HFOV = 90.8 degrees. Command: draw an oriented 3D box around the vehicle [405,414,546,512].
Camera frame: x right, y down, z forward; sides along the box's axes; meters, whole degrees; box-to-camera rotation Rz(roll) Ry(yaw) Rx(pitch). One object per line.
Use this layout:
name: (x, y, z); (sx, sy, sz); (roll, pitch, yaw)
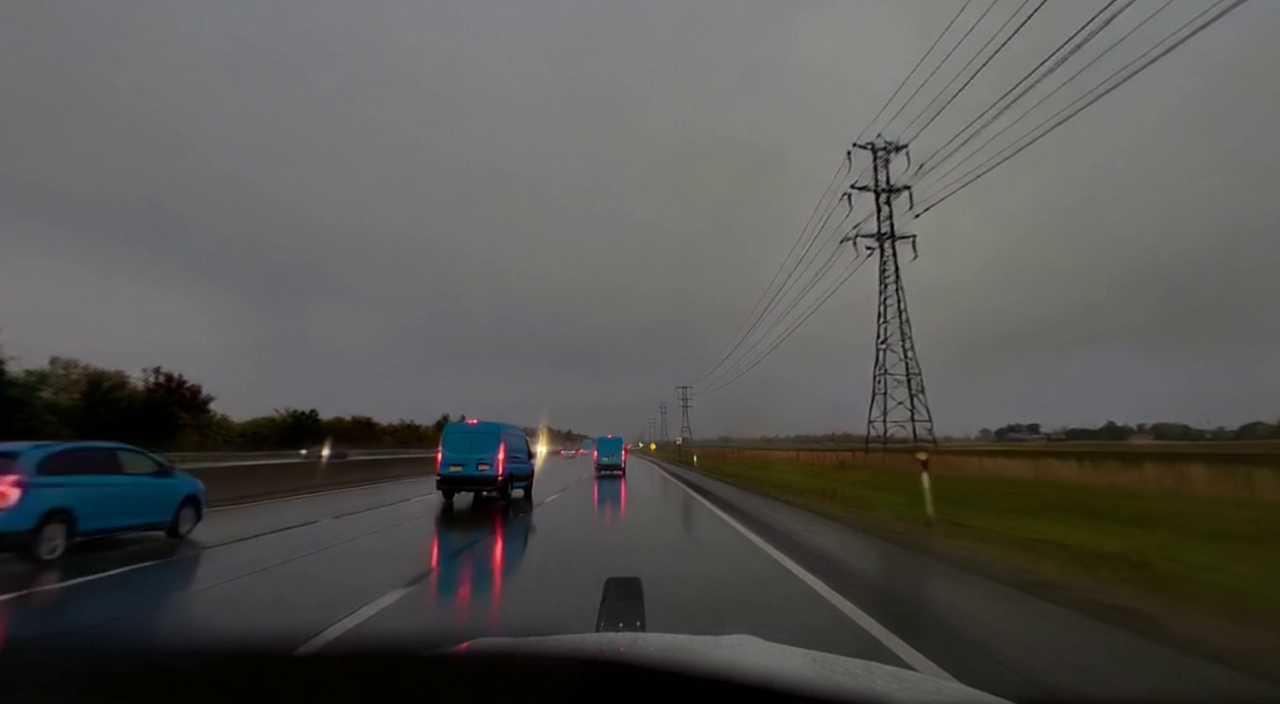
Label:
vehicle: (-3.778, 2.695, 15.622); (2.145, 2.010, 4.980); (0, -9, 0)

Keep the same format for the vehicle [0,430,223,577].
vehicle: (-7.769, 1.782, 7.777); (1.975, 1.540, 4.759); (0, -9, 0)

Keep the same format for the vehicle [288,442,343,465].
vehicle: (-23.703, 7.428, 46.221); (1.975, 1.596, 3.990); (0, -9, -1)

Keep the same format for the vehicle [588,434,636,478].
vehicle: (-1.318, 5.228, 31.961); (2.197, 2.011, 5.130); (0, -9, 0)
